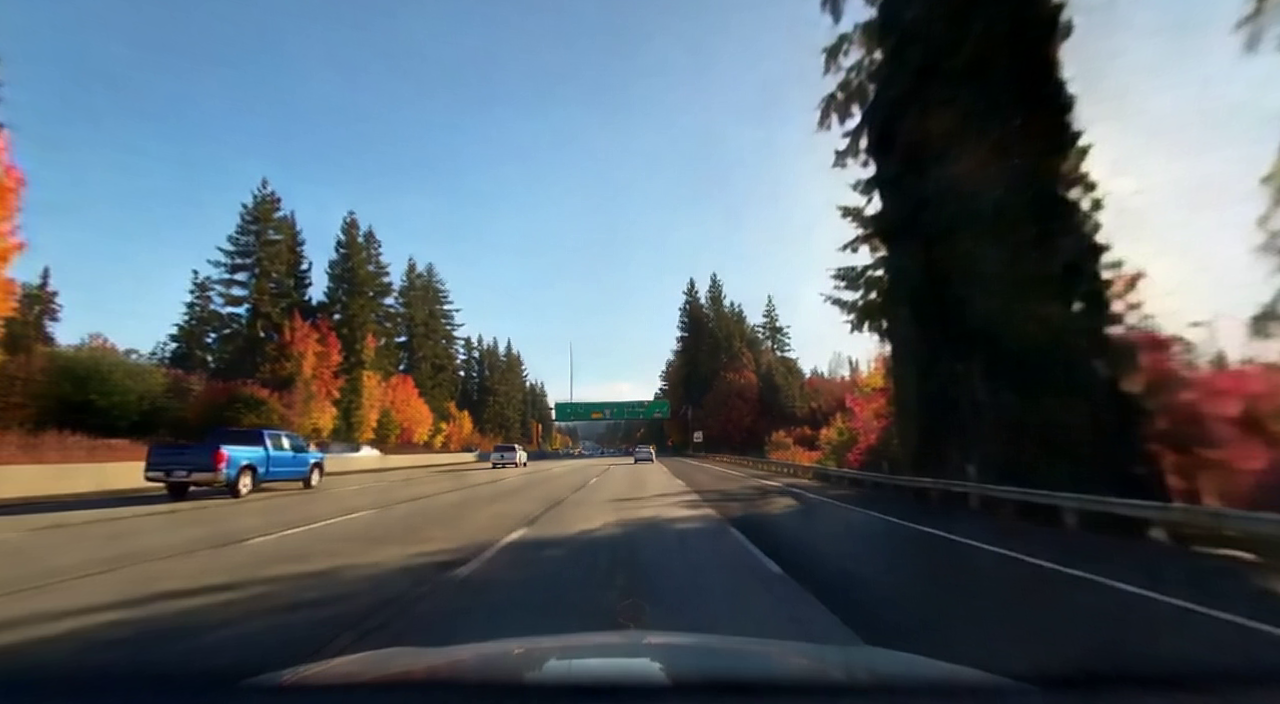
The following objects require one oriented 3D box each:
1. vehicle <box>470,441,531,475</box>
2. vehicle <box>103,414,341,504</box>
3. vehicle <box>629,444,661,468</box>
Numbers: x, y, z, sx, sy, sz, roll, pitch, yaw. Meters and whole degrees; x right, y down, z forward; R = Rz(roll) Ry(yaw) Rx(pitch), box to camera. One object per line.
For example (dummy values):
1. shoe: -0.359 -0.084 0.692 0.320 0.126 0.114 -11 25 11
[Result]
1. vehicle: -6.682 5.130 30.708 1.919 1.499 4.234 0 -8 1
2. vehicle: -10.771 2.819 17.076 2.347 1.984 5.778 0 -8 2
3. vehicle: 0.335 6.788 41.381 1.984 1.471 4.202 0 -8 1
